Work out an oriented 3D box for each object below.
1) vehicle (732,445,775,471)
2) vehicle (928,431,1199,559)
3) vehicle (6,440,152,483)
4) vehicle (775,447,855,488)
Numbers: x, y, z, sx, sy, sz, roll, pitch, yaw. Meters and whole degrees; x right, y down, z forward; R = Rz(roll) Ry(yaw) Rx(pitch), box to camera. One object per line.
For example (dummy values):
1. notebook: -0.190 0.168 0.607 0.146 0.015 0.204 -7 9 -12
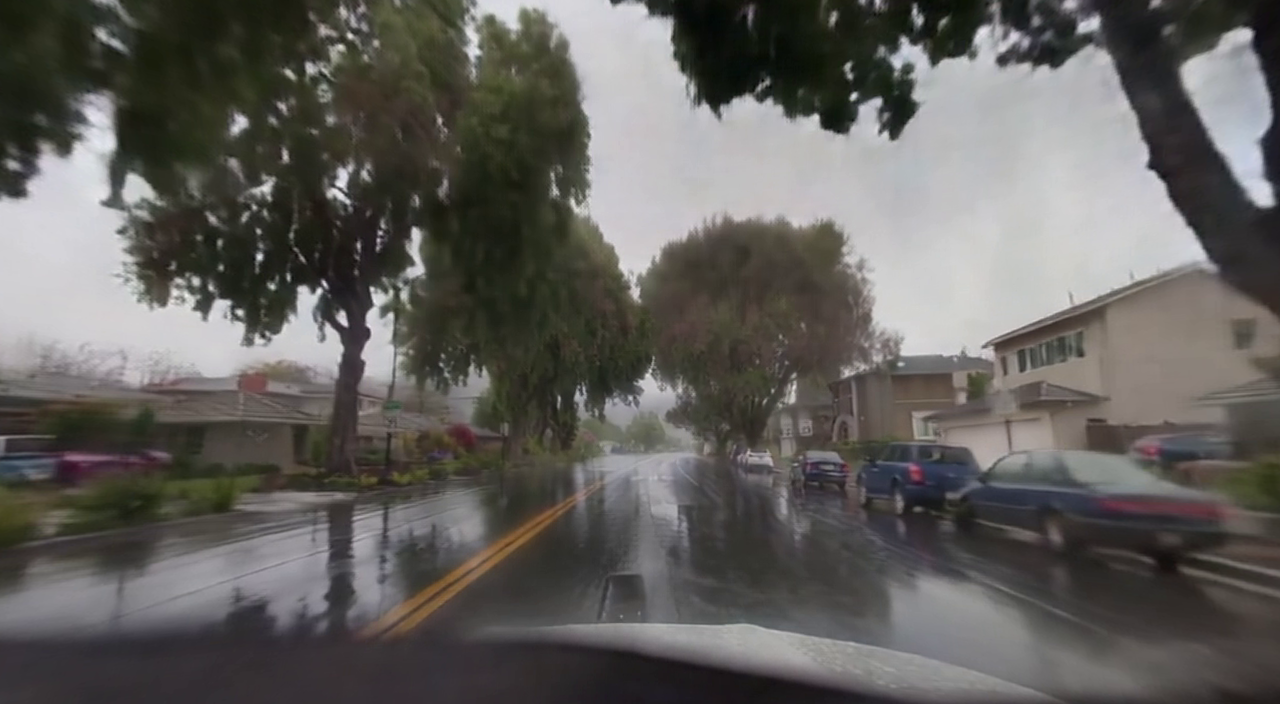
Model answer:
1. vehicle: 7.199 6.743 40.426 1.893 1.543 4.434 0 -9 0
2. vehicle: 6.418 2.167 10.192 1.798 1.669 3.626 0 -9 0
3. vehicle: -21.347 4.151 24.299 1.746 1.464 4.040 1 -8 3
4. vehicle: 6.835 4.525 25.121 1.913 1.479 4.209 0 -9 -1
